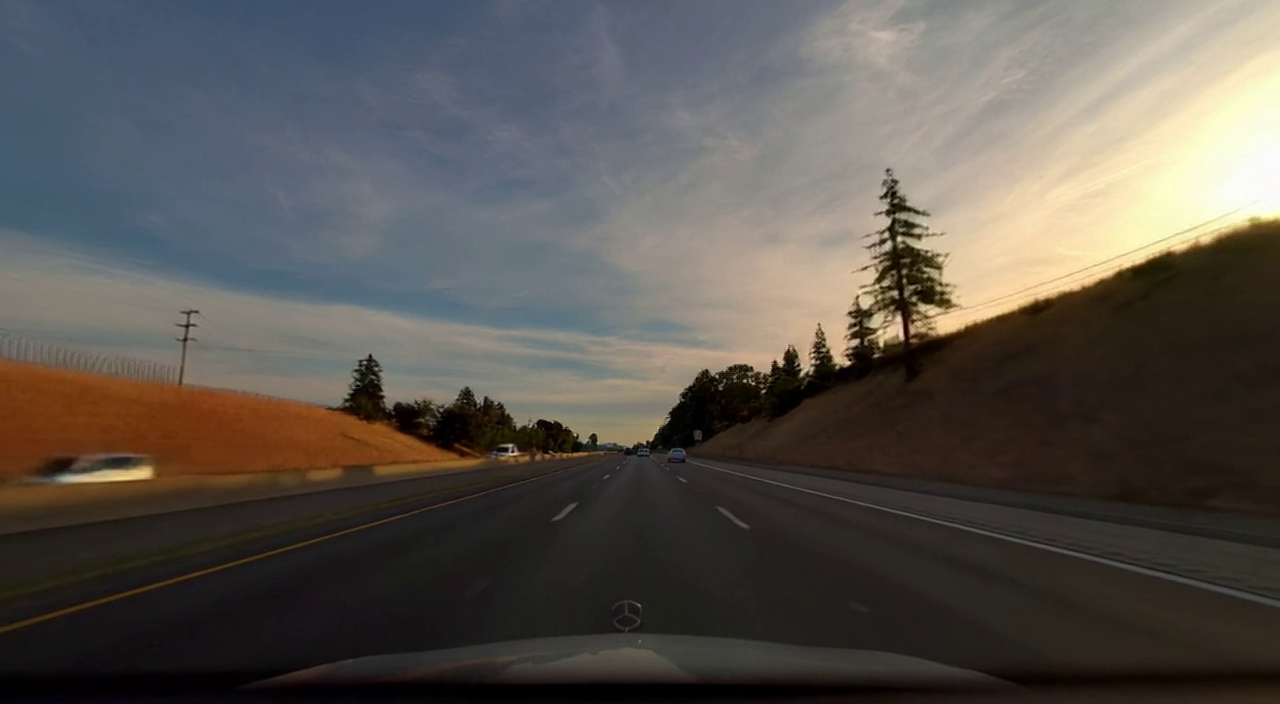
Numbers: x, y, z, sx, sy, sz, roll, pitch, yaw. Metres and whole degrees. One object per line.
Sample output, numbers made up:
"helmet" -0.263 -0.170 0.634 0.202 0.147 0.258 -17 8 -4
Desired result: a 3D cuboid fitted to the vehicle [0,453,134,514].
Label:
"vehicle" -16.278 3.484 17.139 1.789 1.446 3.886 0 -9 0
